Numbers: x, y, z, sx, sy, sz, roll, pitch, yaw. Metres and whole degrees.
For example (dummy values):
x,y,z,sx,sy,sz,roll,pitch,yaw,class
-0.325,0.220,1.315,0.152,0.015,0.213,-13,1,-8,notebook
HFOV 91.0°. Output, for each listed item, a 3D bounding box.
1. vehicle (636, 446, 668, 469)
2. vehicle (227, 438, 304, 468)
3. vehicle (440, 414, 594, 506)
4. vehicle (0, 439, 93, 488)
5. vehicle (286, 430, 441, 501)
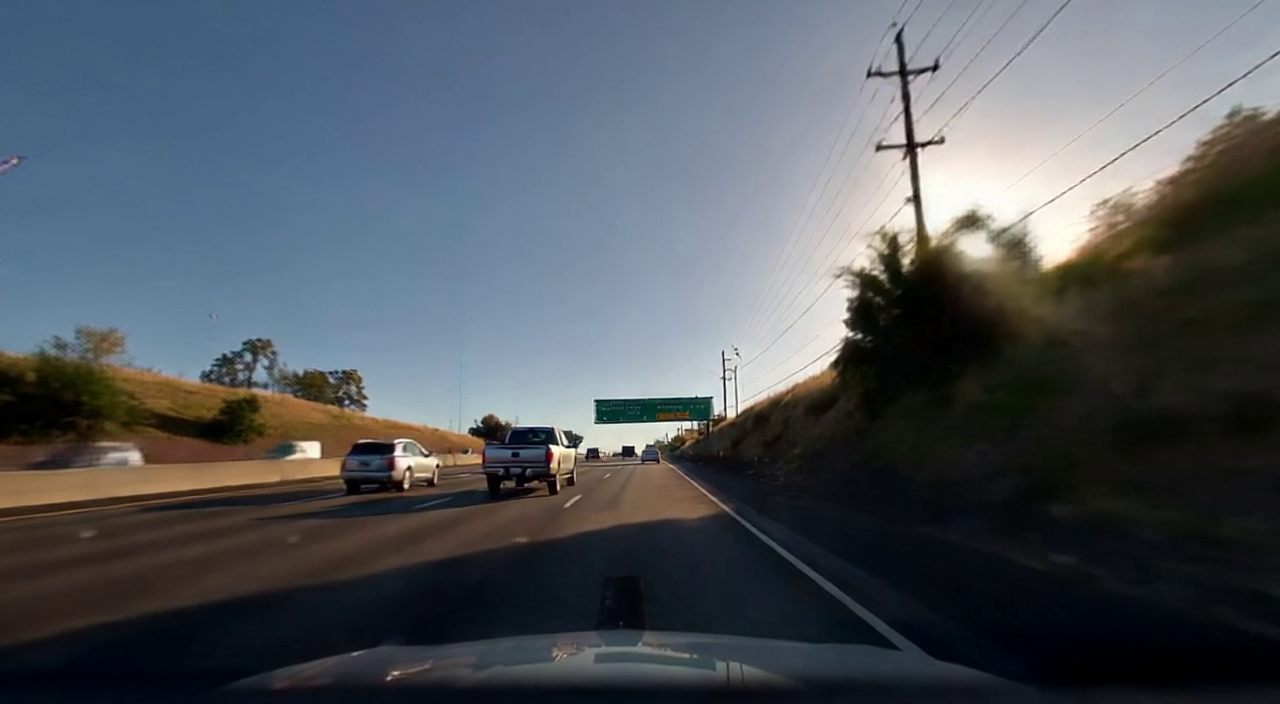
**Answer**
x,y,z,sx,sy,sz,roll,pitch,yaw,class
0.789,7.131,42.711,2.025,1.485,4.310,0,-9,-1,vehicle
-23.995,6.487,40.597,2.054,1.753,4.574,0,-9,1,vehicle
-3.030,2.928,17.510,2.972,2.087,6.126,0,-9,1,vehicle
-20.451,3.624,20.590,1.656,1.485,3.729,0,-9,1,vehicle
-7.491,3.116,17.740,2.143,1.688,4.776,0,-9,1,vehicle
